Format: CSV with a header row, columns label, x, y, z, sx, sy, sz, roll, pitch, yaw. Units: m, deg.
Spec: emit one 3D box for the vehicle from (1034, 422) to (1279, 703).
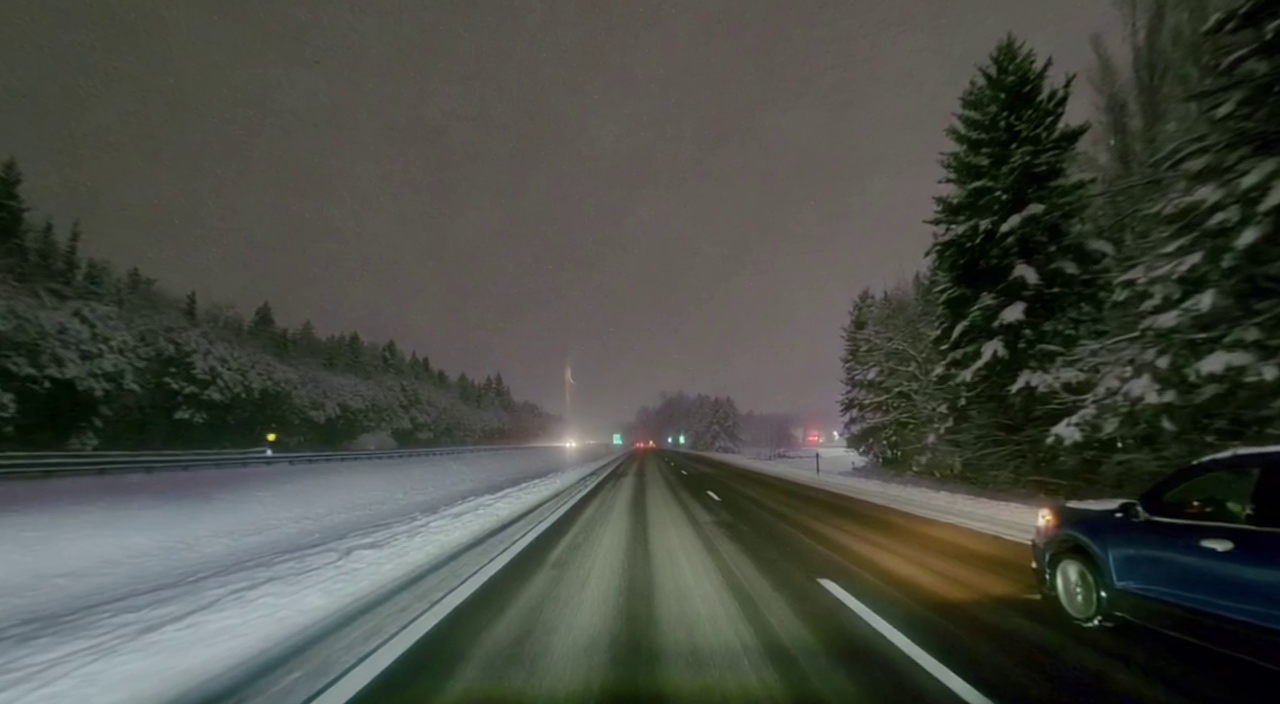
label,x,y,z,sx,sy,sz,roll,pitch,yaw
vehicle,3.611,0.884,1.764,1.959,1.428,4.828,0,-8,1
